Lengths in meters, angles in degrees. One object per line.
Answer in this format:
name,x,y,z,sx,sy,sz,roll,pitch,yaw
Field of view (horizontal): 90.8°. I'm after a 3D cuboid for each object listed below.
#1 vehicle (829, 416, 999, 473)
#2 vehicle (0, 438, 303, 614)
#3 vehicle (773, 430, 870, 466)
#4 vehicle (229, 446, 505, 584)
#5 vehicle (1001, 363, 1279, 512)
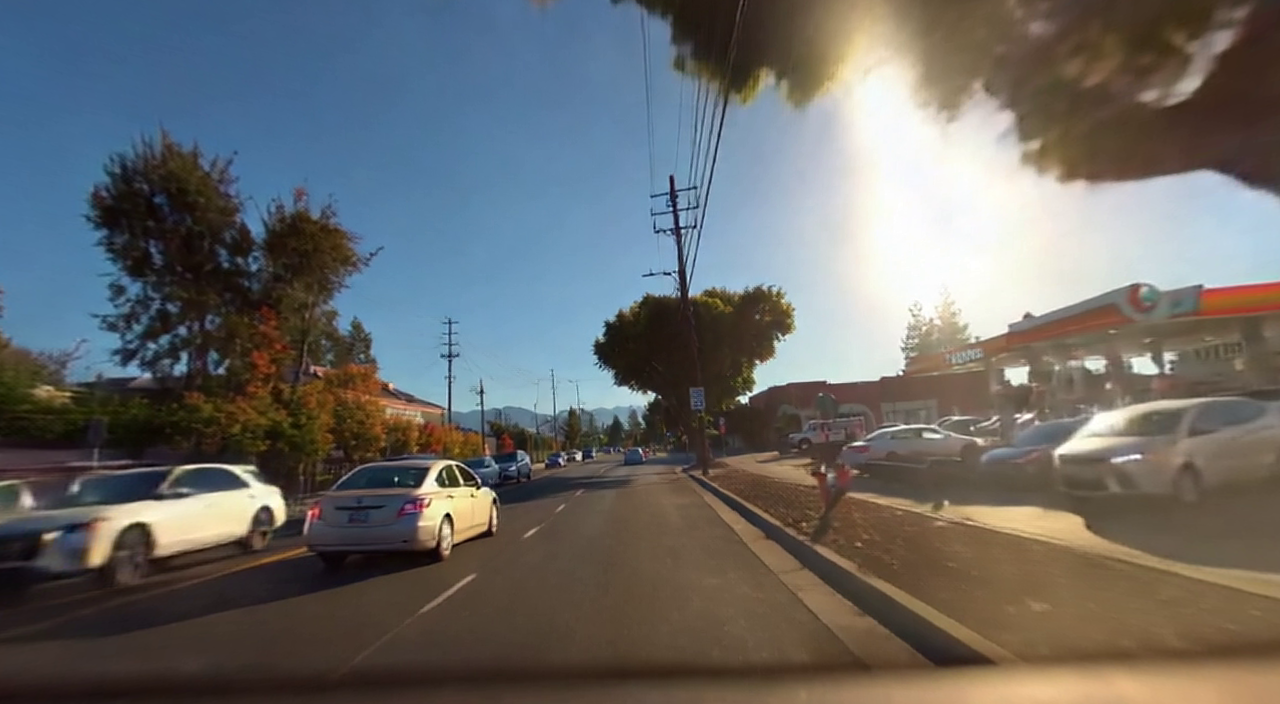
vehicle,8.221,2.769,18.913,4.713,1.518,2.035,4,-10,-27
vehicle,-6.959,2.158,8.847,2.000,1.791,4.465,0,-9,0
vehicle,8.000,4.217,27.750,4.000,1.440,1.746,5,-10,-30
vehicle,-3.413,2.097,9.045,1.943,1.455,4.414,-1,-9,1
vehicle,7.478,1.235,9.040,4.344,1.674,1.912,5,-10,-29
